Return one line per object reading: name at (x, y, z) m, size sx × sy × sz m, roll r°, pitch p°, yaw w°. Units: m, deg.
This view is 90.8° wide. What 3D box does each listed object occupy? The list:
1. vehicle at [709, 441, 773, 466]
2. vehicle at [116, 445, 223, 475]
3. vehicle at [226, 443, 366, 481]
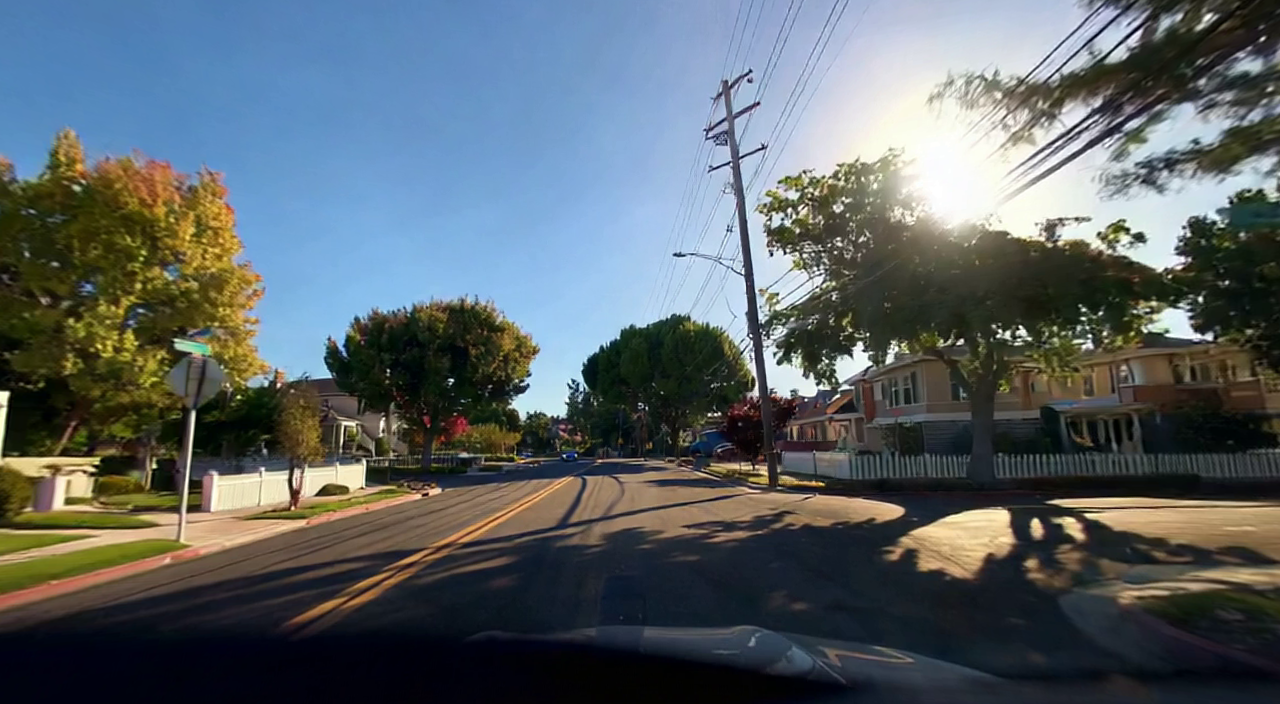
vehicle at (7.539, 7.640, 47.614) m, size 4.412 × 1.565 × 1.957 m, roll -3°, pitch -9°, yaw 0°
vehicle at (-25.706, 5.888, 34.605) m, size 4.338 × 1.496 × 1.857 m, roll 0°, pitch -5°, yaw -1°
vehicle at (-14.499, 4.647, 26.822) m, size 4.751 × 1.459 × 1.996 m, roll -1°, pitch -8°, yaw 0°
